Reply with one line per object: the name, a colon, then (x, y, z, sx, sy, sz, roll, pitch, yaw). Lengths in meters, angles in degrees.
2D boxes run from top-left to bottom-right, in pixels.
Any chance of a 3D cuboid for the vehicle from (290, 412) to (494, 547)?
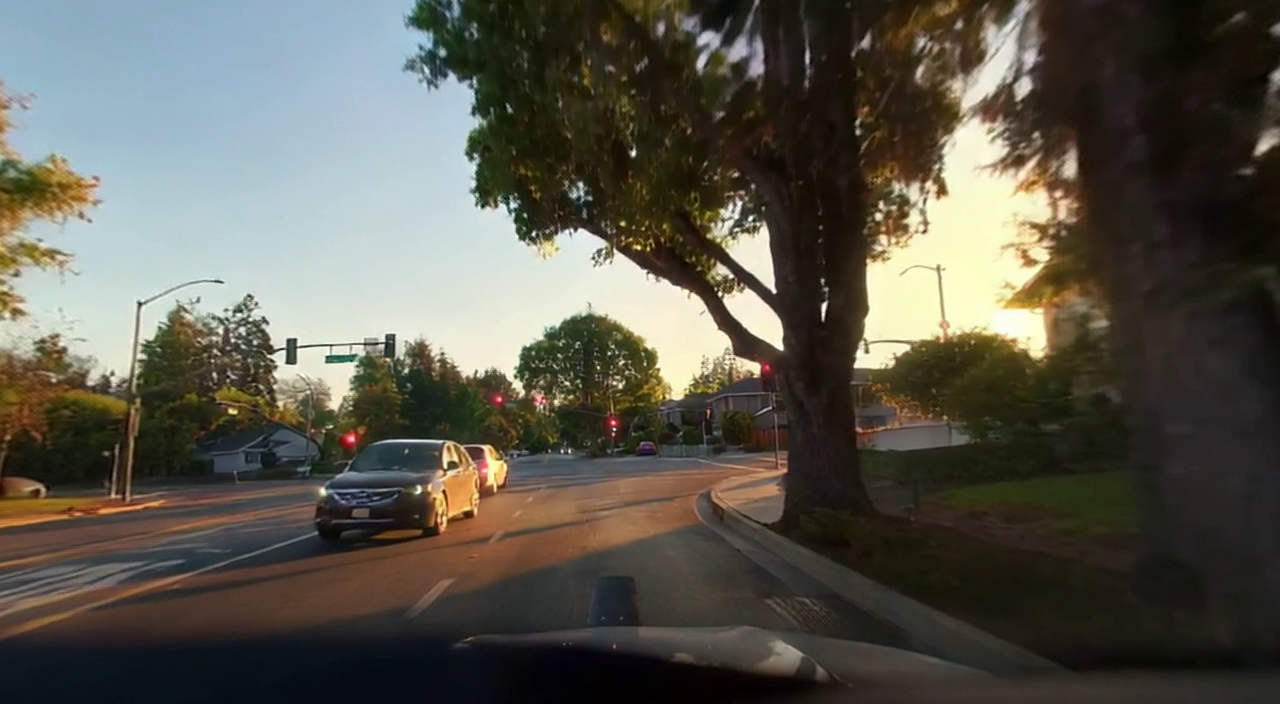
vehicle: (-3.985, 2.158, 11.188, 2.041, 1.834, 4.679, 0, -10, -5)
